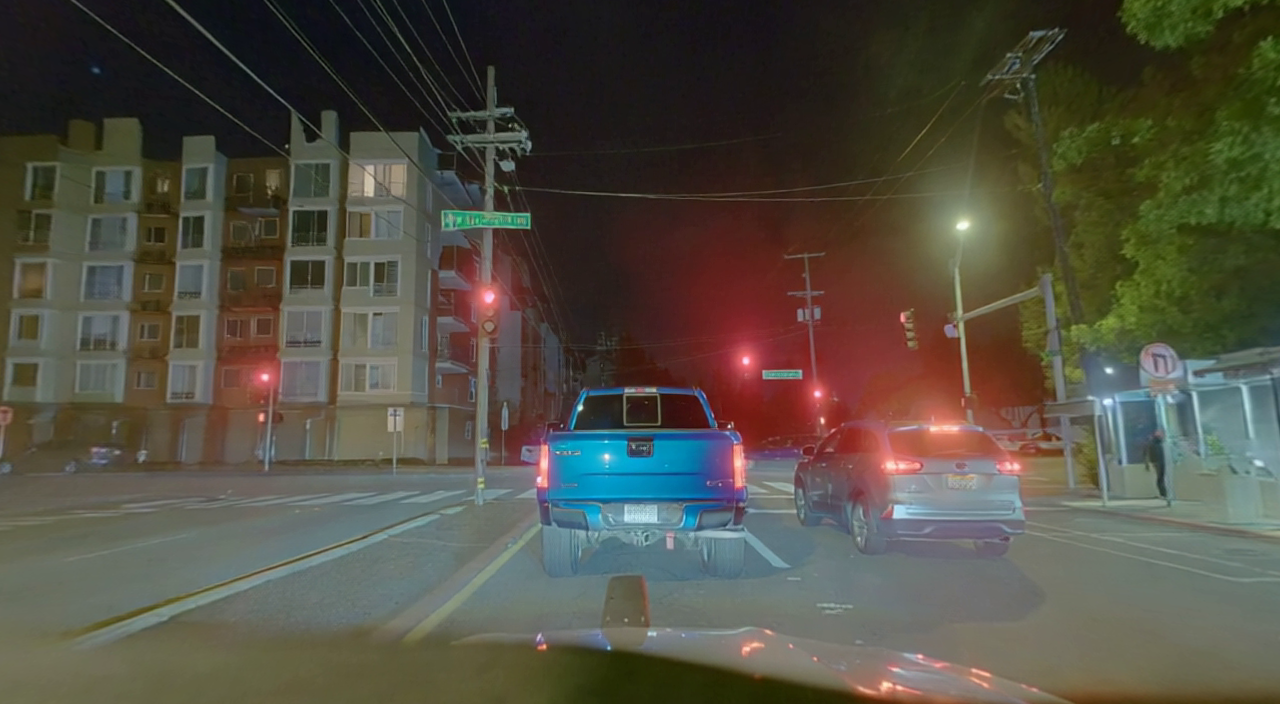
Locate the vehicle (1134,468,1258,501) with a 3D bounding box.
[{"bbox_3d":[26.367,6.276,29.985,4.071,1.388,1.884,0,-8,1],"label":"vehicle"}]

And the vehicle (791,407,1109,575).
[{"bbox_3d":[3.849,1.816,9.097,2.131,1.759,4.762,0,-8,0],"label":"vehicle"}]

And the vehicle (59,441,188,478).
[{"bbox_3d":[-24.866,5.182,30.475,4.563,1.692,1.778,0,-8,-1],"label":"vehicle"}]

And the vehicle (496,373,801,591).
[{"bbox_3d":[0.106,1.547,8.309,2.738,1.959,5.070,0,-8,1],"label":"vehicle"}]
